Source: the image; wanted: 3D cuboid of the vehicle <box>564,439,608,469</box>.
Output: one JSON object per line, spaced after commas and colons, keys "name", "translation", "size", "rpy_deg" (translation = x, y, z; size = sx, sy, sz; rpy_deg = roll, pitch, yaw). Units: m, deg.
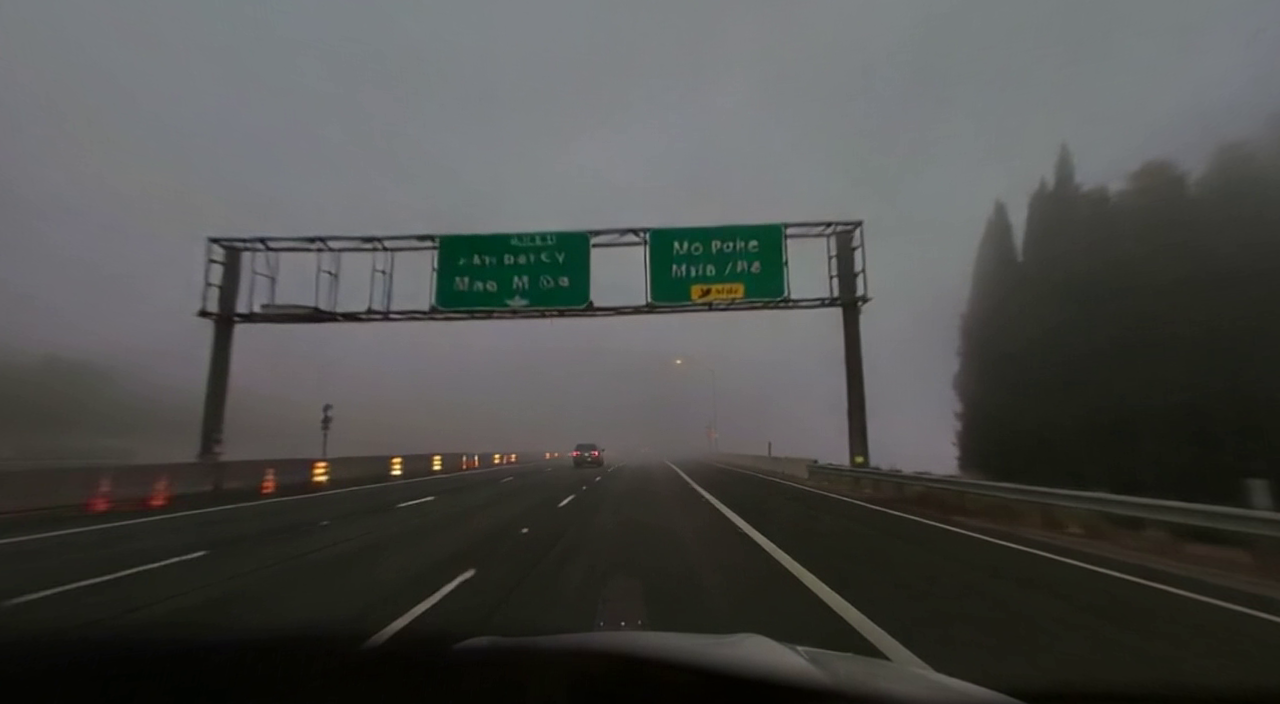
{"name": "vehicle", "translation": [-3.041, 5.865, 36.274], "size": [2.078, 1.629, 4.059], "rpy_deg": [0, -8, 1]}
